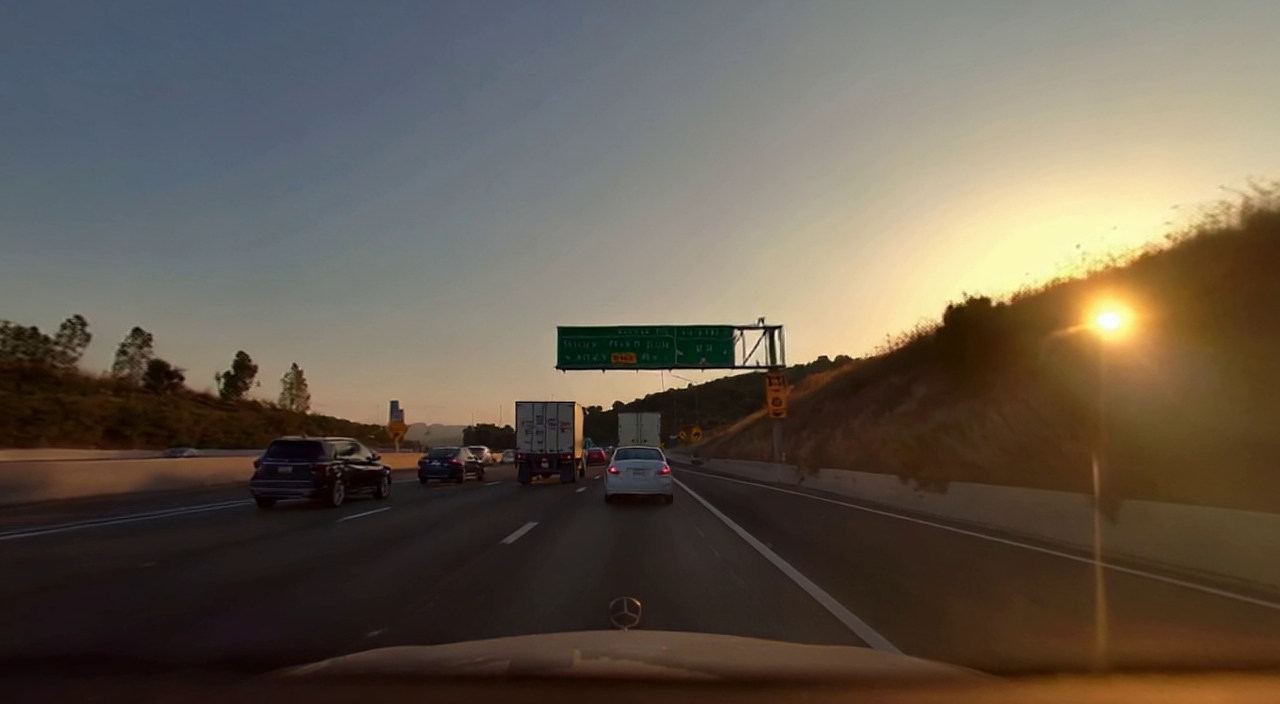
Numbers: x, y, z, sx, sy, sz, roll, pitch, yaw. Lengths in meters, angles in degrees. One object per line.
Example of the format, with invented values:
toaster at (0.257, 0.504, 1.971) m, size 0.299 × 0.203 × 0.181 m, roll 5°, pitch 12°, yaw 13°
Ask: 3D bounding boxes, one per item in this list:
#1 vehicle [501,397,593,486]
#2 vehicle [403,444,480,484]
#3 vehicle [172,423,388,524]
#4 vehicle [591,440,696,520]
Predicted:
vehicle at (-3.793, 3.930, 27.594) m, size 2.812 × 3.342 × 7.248 m, roll 0°, pitch -9°, yaw 1°
vehicle at (-8.036, 4.559, 25.931) m, size 1.880 × 1.512 × 3.758 m, roll -1°, pitch -9°, yaw 1°
vehicle at (-7.220, 2.481, 13.329) m, size 1.952 × 1.746 × 4.332 m, roll 0°, pitch -9°, yaw 1°
vehicle at (0.044, 2.707, 13.792) m, size 1.995 × 1.495 × 3.380 m, roll 0°, pitch -9°, yaw -1°
